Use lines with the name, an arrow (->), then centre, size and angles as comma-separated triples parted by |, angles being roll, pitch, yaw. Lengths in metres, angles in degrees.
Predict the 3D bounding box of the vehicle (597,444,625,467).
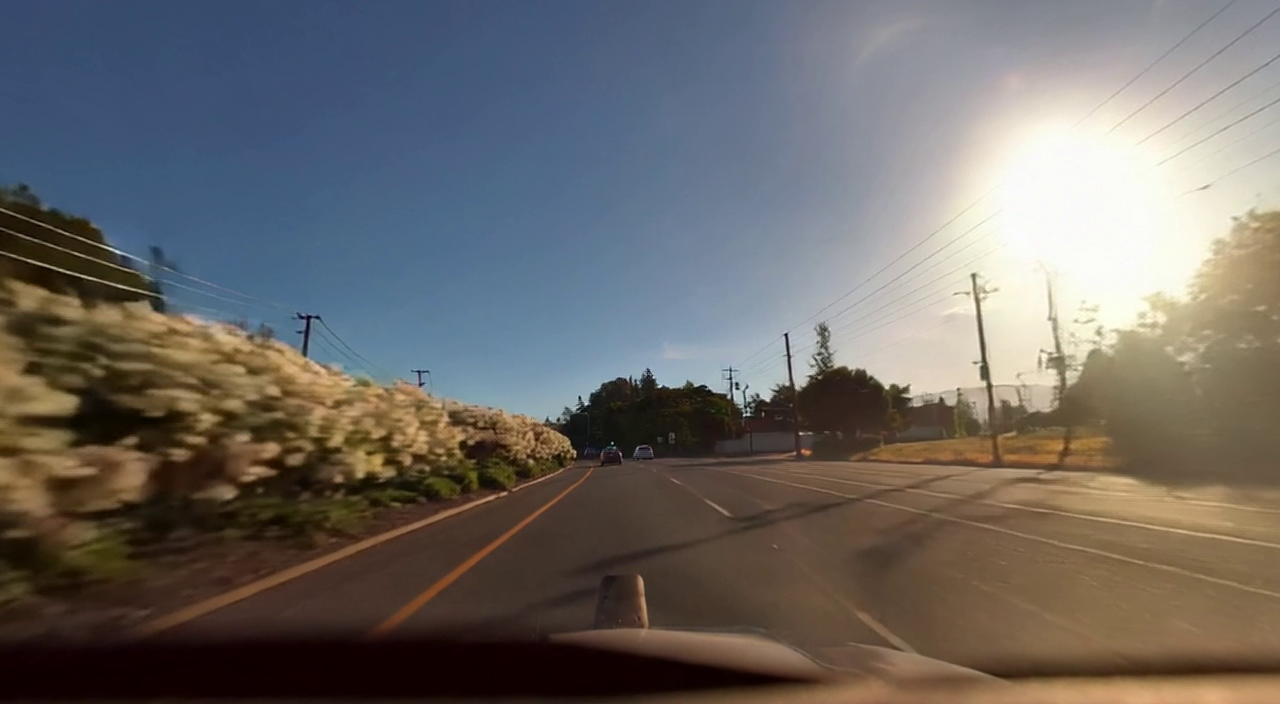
vehicle -> -2.227, 7.757, 47.571 | 2.005, 1.633, 4.044 | 0, -8, -4
